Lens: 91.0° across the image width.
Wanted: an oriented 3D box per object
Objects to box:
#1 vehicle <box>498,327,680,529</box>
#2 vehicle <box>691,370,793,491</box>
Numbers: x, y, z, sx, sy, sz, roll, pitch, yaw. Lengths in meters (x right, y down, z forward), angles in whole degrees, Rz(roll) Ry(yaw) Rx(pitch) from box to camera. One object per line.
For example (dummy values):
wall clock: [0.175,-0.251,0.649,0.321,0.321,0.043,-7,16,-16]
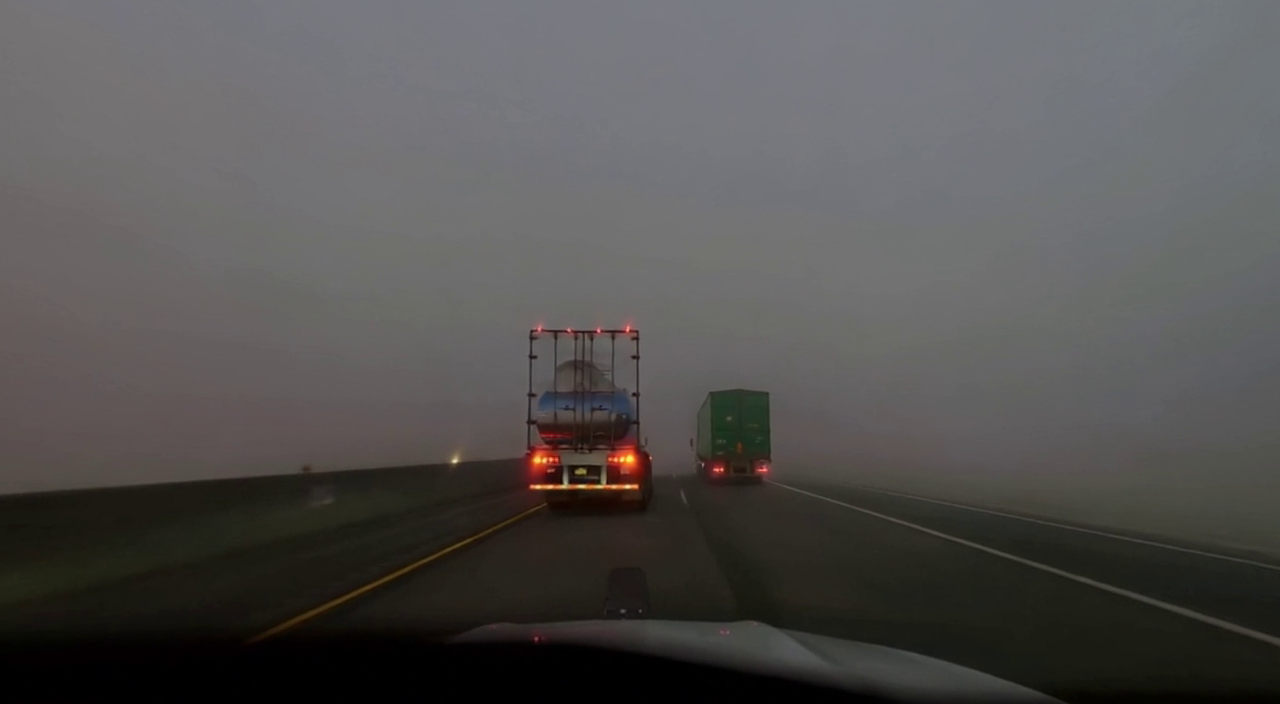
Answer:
vehicle: [-0.589,2.579,20.010,3.267,3.655,17.154,0,-8,2]
vehicle: [3.820,3.426,26.564,2.942,4.003,11.297,0,-9,3]
